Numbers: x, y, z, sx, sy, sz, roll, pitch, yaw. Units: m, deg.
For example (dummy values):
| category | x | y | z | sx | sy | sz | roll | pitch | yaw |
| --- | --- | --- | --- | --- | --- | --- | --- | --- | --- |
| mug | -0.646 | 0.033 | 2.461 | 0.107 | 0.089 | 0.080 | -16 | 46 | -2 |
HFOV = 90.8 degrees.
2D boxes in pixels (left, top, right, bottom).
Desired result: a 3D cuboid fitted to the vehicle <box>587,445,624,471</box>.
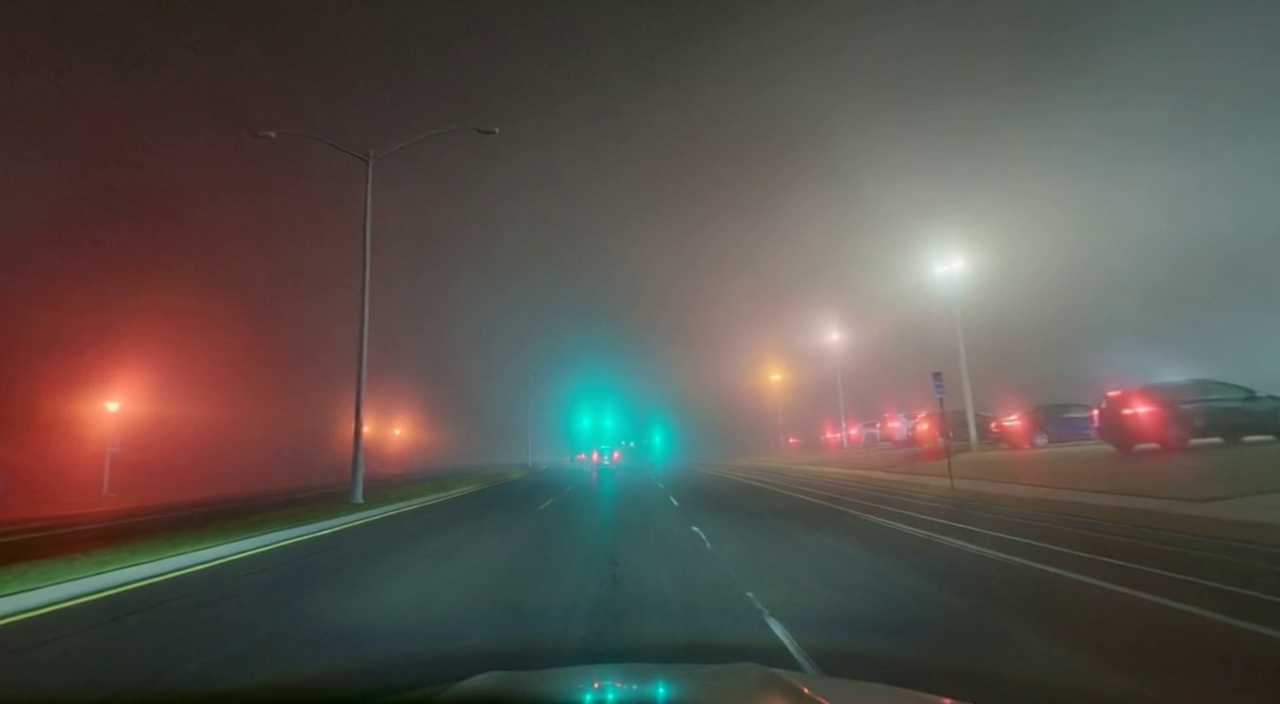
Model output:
| category | x | y | z | sx | sy | sz | roll | pitch | yaw |
| --- | --- | --- | --- | --- | --- | --- | --- | --- | --- |
| vehicle | -2.380 | 7.116 | 42.669 | 2.197 | 1.642 | 4.312 | 1 | -9 | -7 |

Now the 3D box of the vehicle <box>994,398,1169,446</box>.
| category | x | y | z | sx | sy | sz | roll | pitch | yaw |
| --- | --- | --- | --- | --- | --- | --- | --- | --- | --- |
| vehicle | 15.409 | 2.509 | 22.302 | 4.527 | 1.620 | 2.120 | 0 | -8 | 3 |

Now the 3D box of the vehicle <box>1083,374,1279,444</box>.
| category | x | y | z | sx | sy | sz | roll | pitch | yaw |
| --- | --- | --- | --- | --- | --- | --- | --- | --- | --- |
| vehicle | 15.273 | 1.611 | 17.157 | 4.851 | 1.737 | 2.189 | 1 | -9 | -4 |

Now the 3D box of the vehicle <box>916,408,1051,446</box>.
| category | x | y | z | sx | sy | sz | roll | pitch | yaw |
| --- | --- | --- | --- | --- | --- | --- | --- | --- | --- |
| vehicle | 14.924 | 3.312 | 27.664 | 4.742 | 1.602 | 1.999 | 0 | -9 | -3 |
